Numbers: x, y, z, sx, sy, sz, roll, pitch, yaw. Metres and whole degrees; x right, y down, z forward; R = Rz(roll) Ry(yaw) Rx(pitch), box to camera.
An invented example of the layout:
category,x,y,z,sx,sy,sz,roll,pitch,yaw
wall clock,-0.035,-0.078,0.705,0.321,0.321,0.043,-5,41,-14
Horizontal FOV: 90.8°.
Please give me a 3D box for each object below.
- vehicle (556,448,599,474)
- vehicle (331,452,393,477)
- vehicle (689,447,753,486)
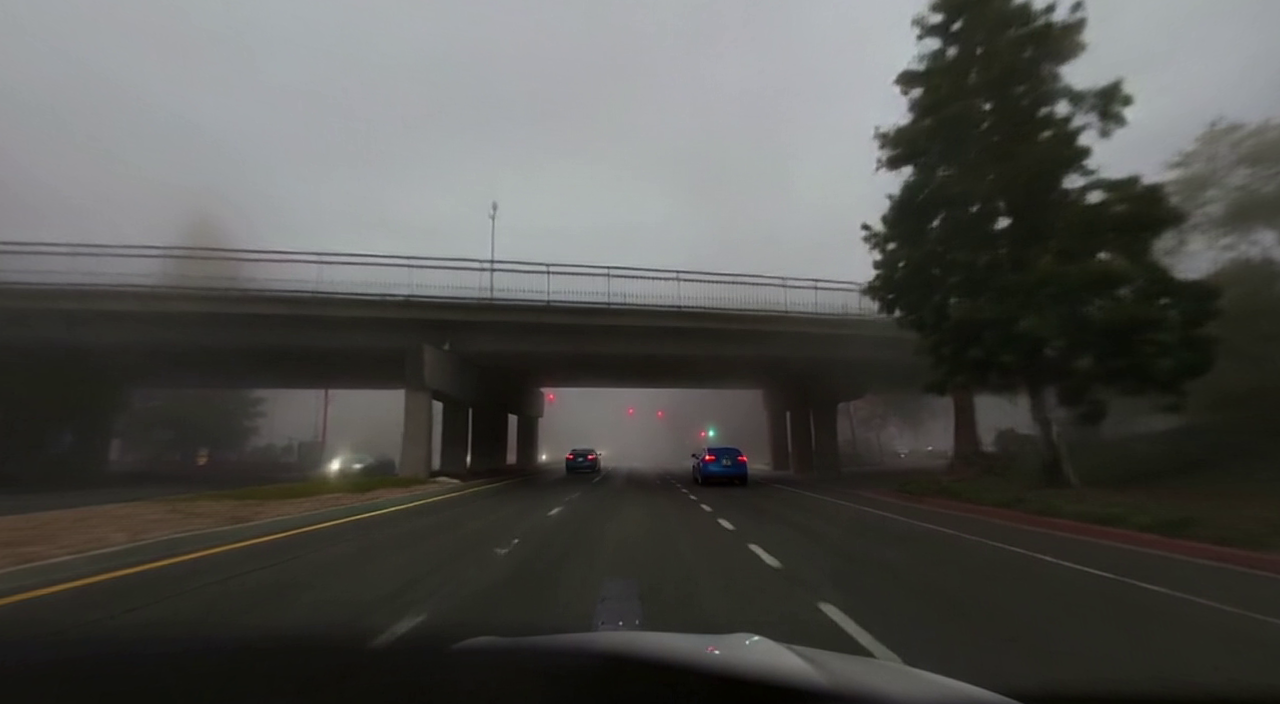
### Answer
category,x,y,z,sx,sy,sz,roll,pitch,yaw
vehicle,-3.741,6.612,38.495,2.060,1.484,4.417,0,-8,1
vehicle,-18.324,7.412,41.908,2.003,1.494,4.580,0,-8,1
vehicle,3.316,4.777,26.664,2.068,1.497,4.247,0,-8,-1
